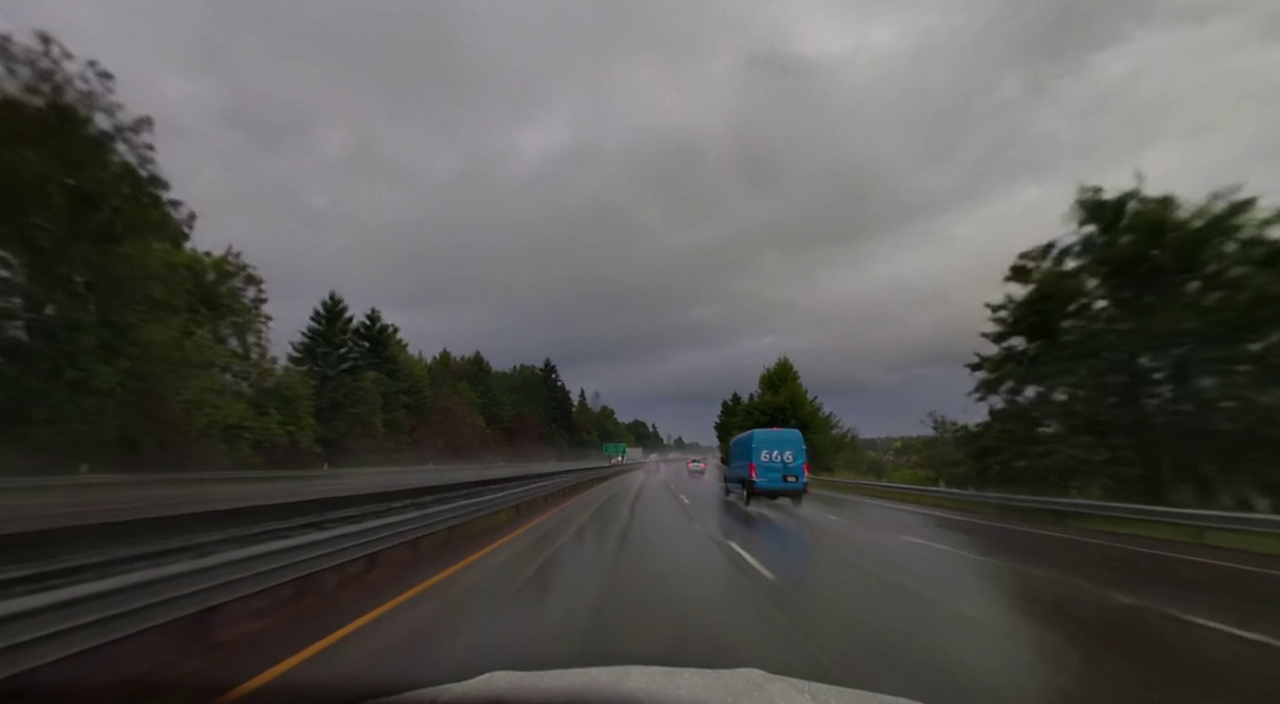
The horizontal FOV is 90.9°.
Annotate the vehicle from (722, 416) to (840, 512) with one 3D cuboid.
[{"bbox_3d":[4.275,3.635,20.359,2.366,2.595,5.793,1,-11,-1],"label":"vehicle"}]
